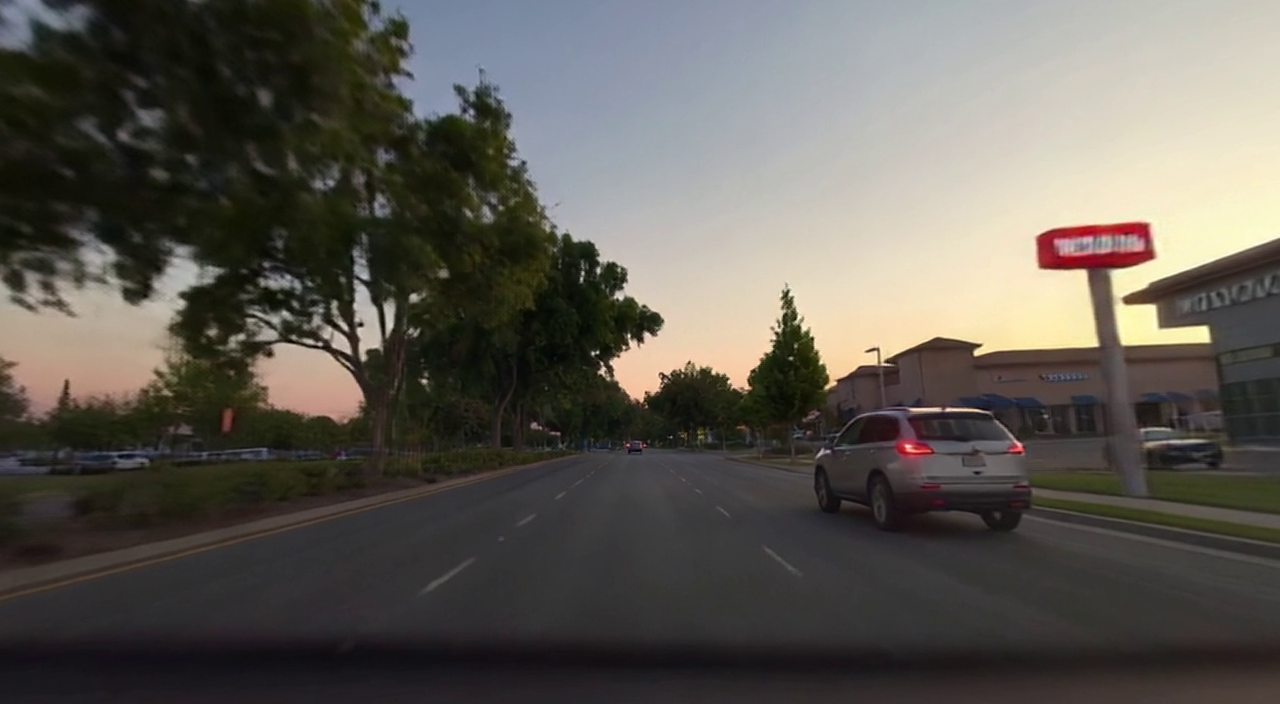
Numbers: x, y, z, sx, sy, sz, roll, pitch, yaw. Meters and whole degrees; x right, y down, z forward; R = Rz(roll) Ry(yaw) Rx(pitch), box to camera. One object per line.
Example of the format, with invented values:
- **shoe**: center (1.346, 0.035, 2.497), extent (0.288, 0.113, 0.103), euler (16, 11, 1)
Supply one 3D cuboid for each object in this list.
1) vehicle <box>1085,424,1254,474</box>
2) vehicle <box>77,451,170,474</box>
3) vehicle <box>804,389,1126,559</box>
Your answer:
- **vehicle**: center (20.511, 3.753, 24.650), extent (1.929, 1.748, 4.717), euler (8, -11, -43)
- **vehicle**: center (-33.094, 7.097, 40.555), extent (4.463, 1.411, 1.779), euler (0, -8, 2)
- **vehicle**: center (4.462, 1.793, 9.978), extent (2.185, 1.956, 5.128), euler (0, -8, -2)
